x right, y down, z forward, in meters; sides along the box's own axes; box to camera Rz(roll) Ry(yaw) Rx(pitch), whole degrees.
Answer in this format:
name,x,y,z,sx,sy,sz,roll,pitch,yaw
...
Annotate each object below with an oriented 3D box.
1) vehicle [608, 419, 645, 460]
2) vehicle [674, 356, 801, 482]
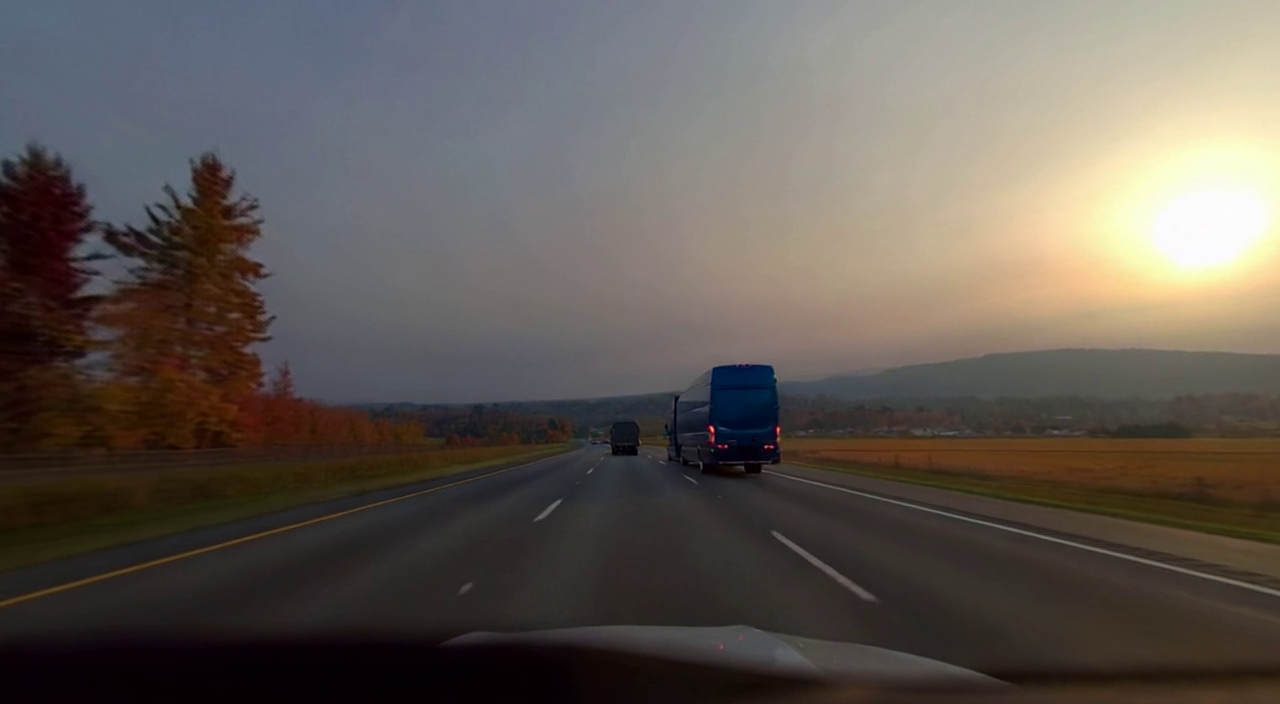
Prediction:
name,x,y,z,sx,sy,sz,roll,pitch,yaw
vehicle,-0.908,6.086,43.800,2.389,2.637,5.437,0,-8,-1
vehicle,3.530,3.048,27.180,3.128,4.087,13.351,0,-8,-1
